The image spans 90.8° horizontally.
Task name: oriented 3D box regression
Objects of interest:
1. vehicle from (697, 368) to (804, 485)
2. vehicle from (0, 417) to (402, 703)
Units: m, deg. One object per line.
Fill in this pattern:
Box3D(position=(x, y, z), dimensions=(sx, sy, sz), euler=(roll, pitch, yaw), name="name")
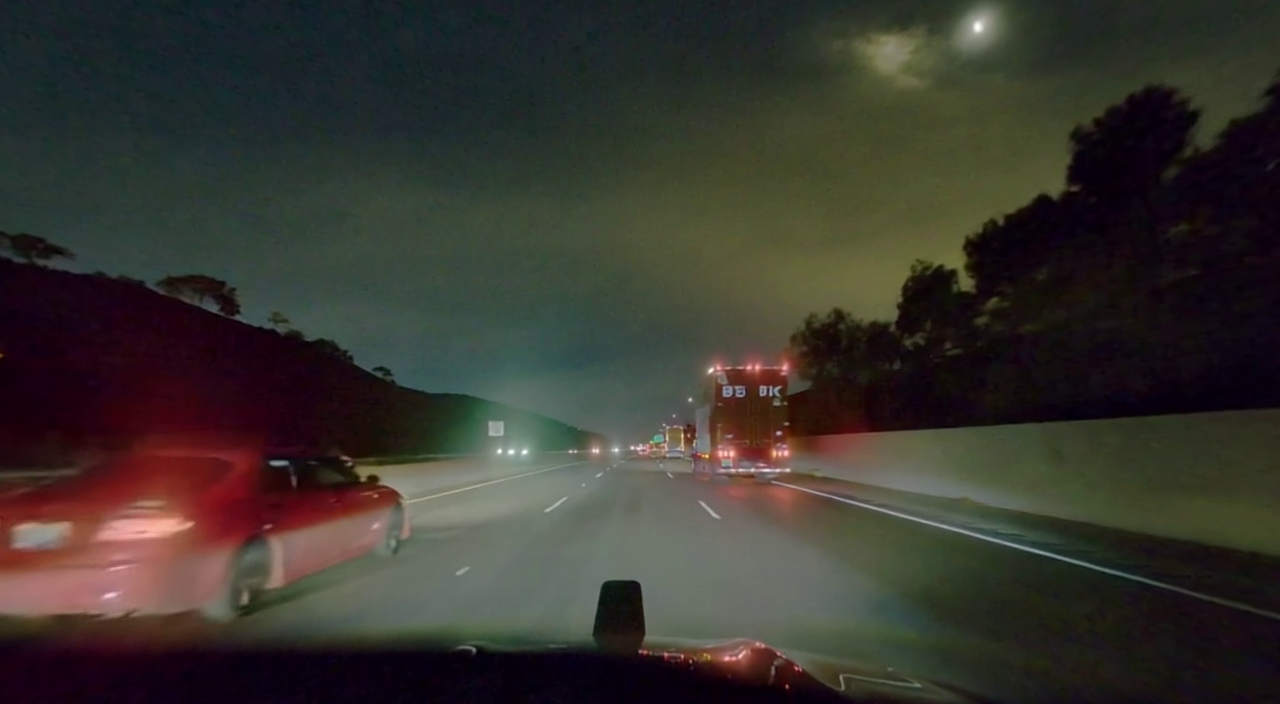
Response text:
Box3D(position=(4.092, 3.032, 25.027), dimensions=(2.999, 4.023, 6.337), euler=(0, -9, 0), name="vehicle")
Box3D(position=(-3.861, 1.338, 4.747), dimensions=(2.060, 1.475, 5.314), euler=(0, -9, 0), name="vehicle")
